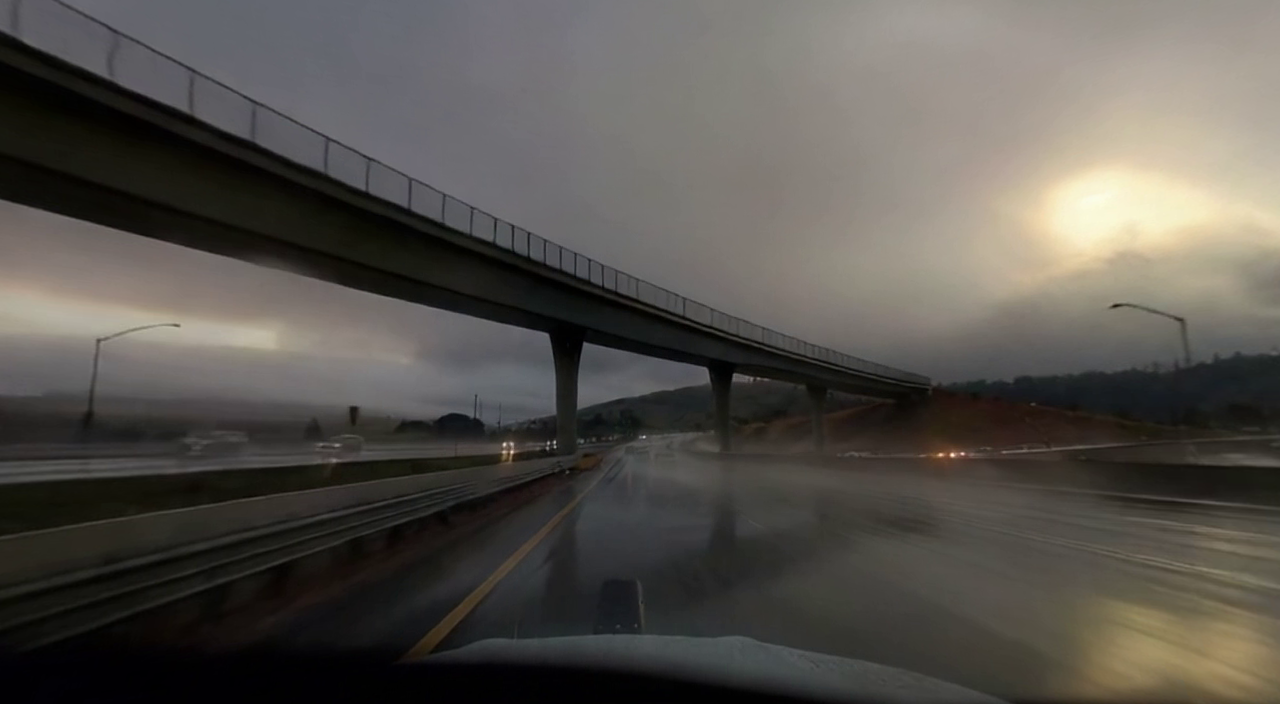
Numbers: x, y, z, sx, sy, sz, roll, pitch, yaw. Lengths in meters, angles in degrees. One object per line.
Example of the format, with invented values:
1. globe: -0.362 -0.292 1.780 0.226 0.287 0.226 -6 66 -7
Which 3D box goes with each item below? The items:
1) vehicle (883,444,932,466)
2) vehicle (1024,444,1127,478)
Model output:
1. vehicle: 20.721 7.976 49.074 1.924 1.594 4.293 -1 -8 0
2. vehicle: 21.153 5.296 30.956 1.885 1.510 4.372 0 -9 0
